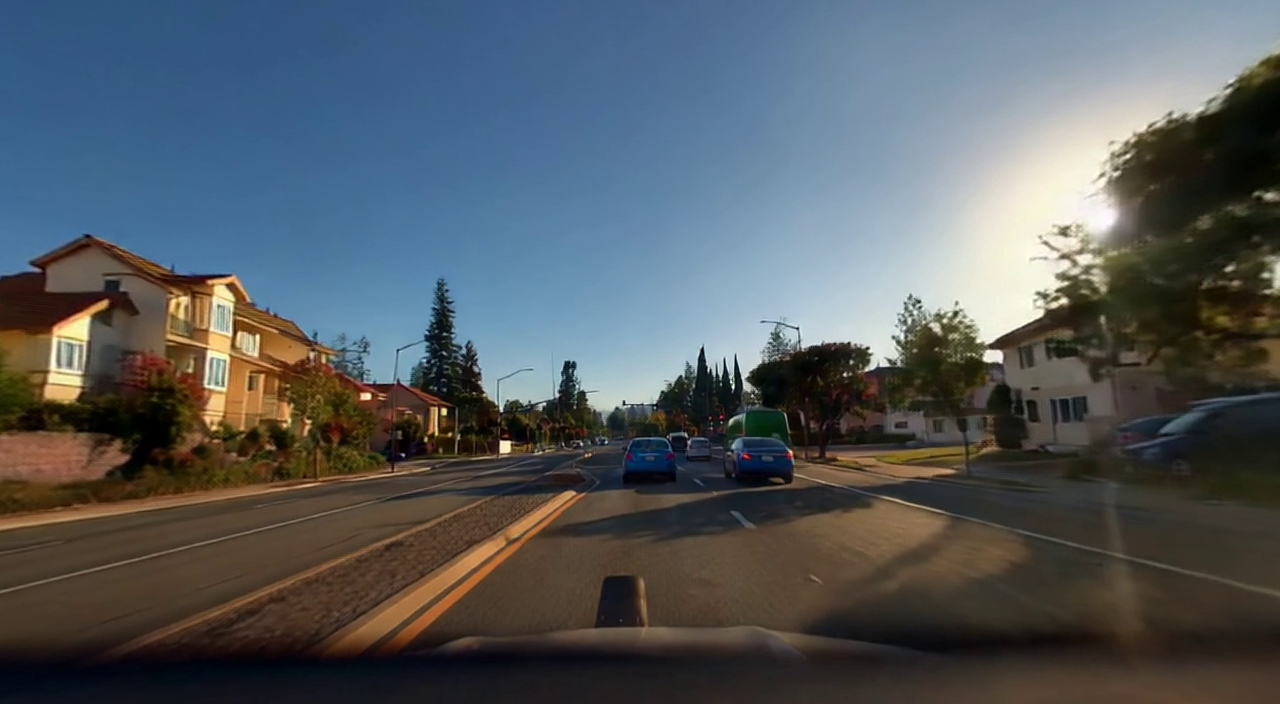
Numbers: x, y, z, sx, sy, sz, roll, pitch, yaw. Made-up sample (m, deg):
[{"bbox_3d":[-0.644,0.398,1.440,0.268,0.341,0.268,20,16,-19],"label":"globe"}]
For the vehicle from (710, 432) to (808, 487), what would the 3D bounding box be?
[{"bbox_3d":[3.573,3.329,19.917,2.161,1.519,4.568,0,-8,0],"label":"vehicle"}]

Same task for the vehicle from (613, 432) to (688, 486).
[{"bbox_3d":[0.302,3.309,19.761,2.093,1.497,4.010,0,-8,0],"label":"vehicle"}]
